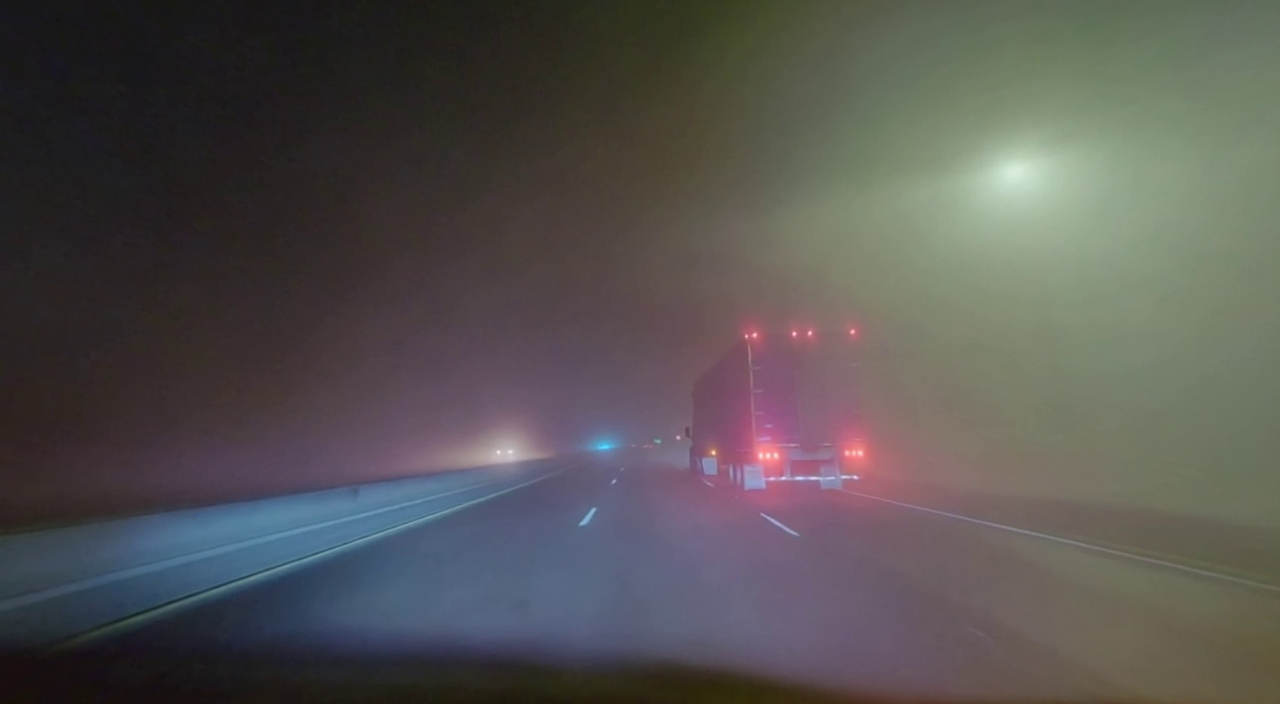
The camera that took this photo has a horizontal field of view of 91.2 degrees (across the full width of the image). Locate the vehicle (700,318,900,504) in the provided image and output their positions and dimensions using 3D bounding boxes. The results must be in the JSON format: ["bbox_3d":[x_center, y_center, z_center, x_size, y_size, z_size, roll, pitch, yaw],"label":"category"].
[{"bbox_3d":[4.170,2.327,20.954,2.933,4.100,14.317,0,-8,0],"label":"vehicle"}]
